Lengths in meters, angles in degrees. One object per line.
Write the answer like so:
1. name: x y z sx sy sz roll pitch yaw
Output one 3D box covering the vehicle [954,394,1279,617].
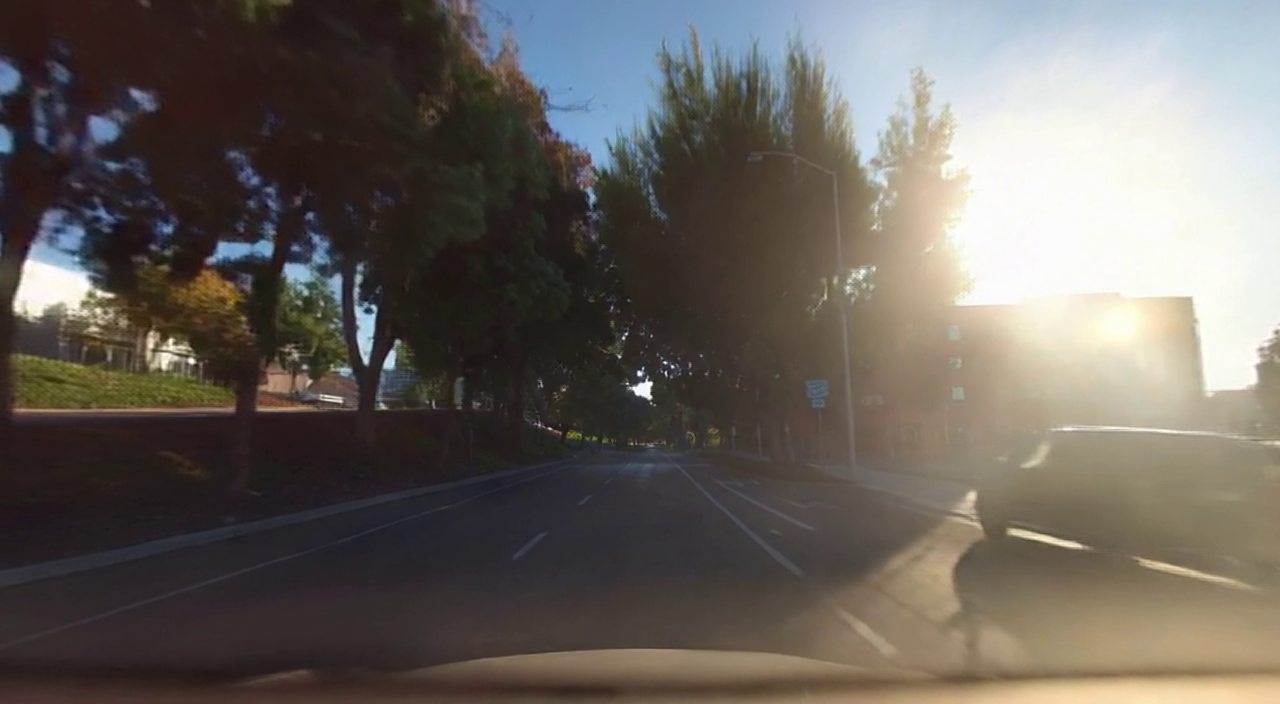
1. vehicle: 6.108 1.599 7.660 2.177 1.788 5.106 0 -8 3
